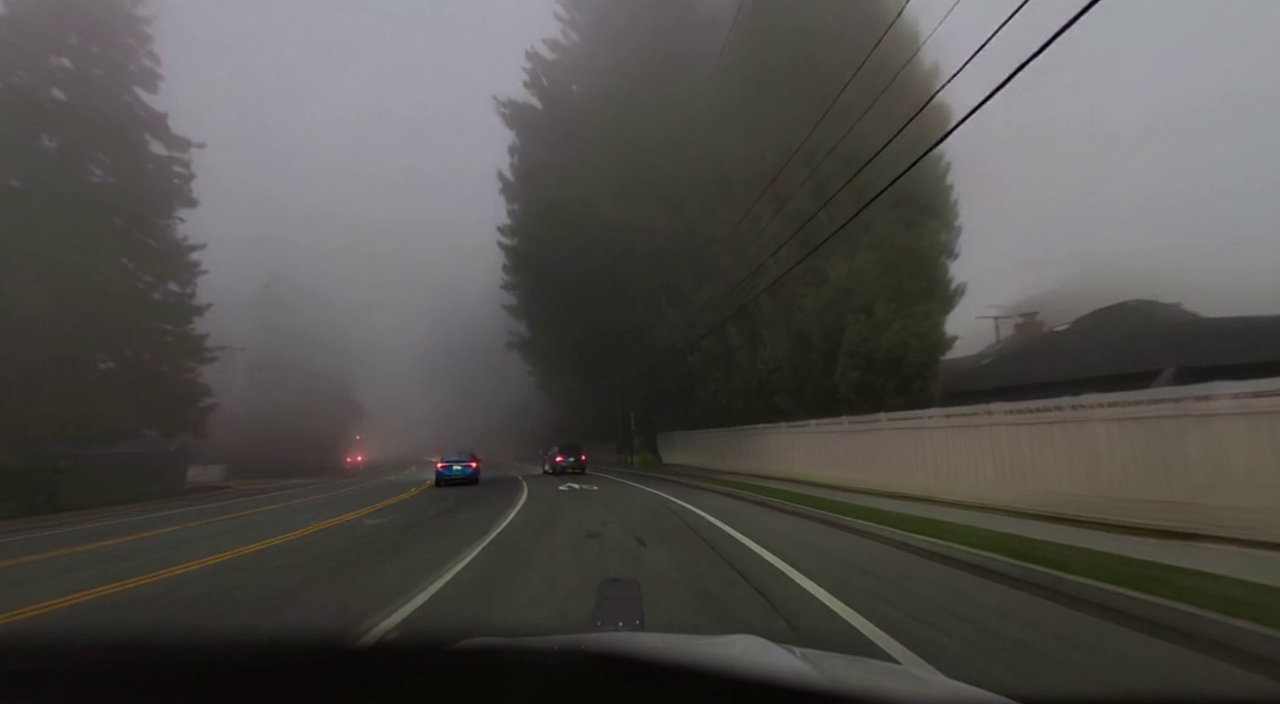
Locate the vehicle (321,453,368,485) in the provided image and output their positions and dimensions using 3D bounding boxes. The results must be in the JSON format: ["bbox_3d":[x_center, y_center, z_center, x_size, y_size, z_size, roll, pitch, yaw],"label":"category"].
[{"bbox_3d":[-22.405,8.850,48.137,2.094,2.000,5.603,3,-7,-13],"label":"vehicle"}]

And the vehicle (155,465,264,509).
[{"bbox_3d":[-17.380,5.432,25.824,1.944,1.458,4.549,2,-9,-11],"label":"vehicle"}]

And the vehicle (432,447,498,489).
[{"bbox_3d":[-6.532,4.348,23.991,1.913,1.425,4.235,1,-9,-9],"label":"vehicle"}]

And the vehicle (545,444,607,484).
[{"bbox_3d":[-2.780,4.654,26.540,2.168,1.504,4.284,2,-9,-11],"label":"vehicle"}]
